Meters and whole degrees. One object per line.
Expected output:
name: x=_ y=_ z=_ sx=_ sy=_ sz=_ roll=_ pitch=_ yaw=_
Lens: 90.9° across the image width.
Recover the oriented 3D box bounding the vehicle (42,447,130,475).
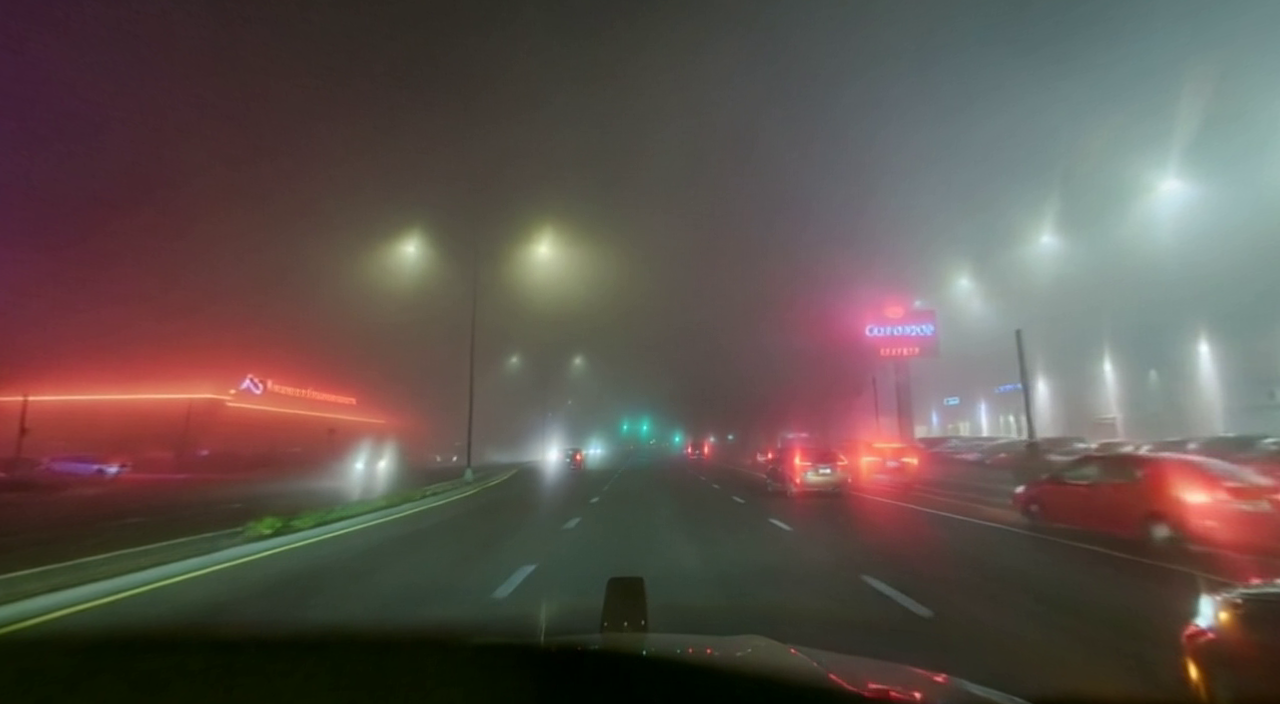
vehicle: x=-34.780 y=6.822 z=39.715 sx=1.810 sy=1.606 sz=3.988 roll=-1 pitch=-8 yaw=1

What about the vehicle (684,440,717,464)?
vehicle: x=4.564 y=7.537 z=47.748 sx=2.007 sy=1.683 sz=4.171 roll=0 pitch=-8 yaw=-1

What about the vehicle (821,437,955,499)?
vehicle: x=7.213 y=3.396 z=18.947 sx=1.918 sy=1.598 sz=4.536 roll=0 pitch=-9 yaw=-4

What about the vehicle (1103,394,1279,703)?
vehicle: x=3.448 y=0.698 z=1.009 sx=1.981 sy=1.499 sz=4.536 roll=-1 pitch=-9 yaw=1

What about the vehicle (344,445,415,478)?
vehicle: x=-14.347 y=6.040 z=34.997 sx=1.905 sy=1.687 sz=4.436 roll=-1 pitch=-8 yaw=1

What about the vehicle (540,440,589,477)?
vehicle: x=-3.433 y=4.903 z=29.280 sx=1.917 sy=1.511 sz=4.436 roll=0 pitch=-8 yaw=-3
